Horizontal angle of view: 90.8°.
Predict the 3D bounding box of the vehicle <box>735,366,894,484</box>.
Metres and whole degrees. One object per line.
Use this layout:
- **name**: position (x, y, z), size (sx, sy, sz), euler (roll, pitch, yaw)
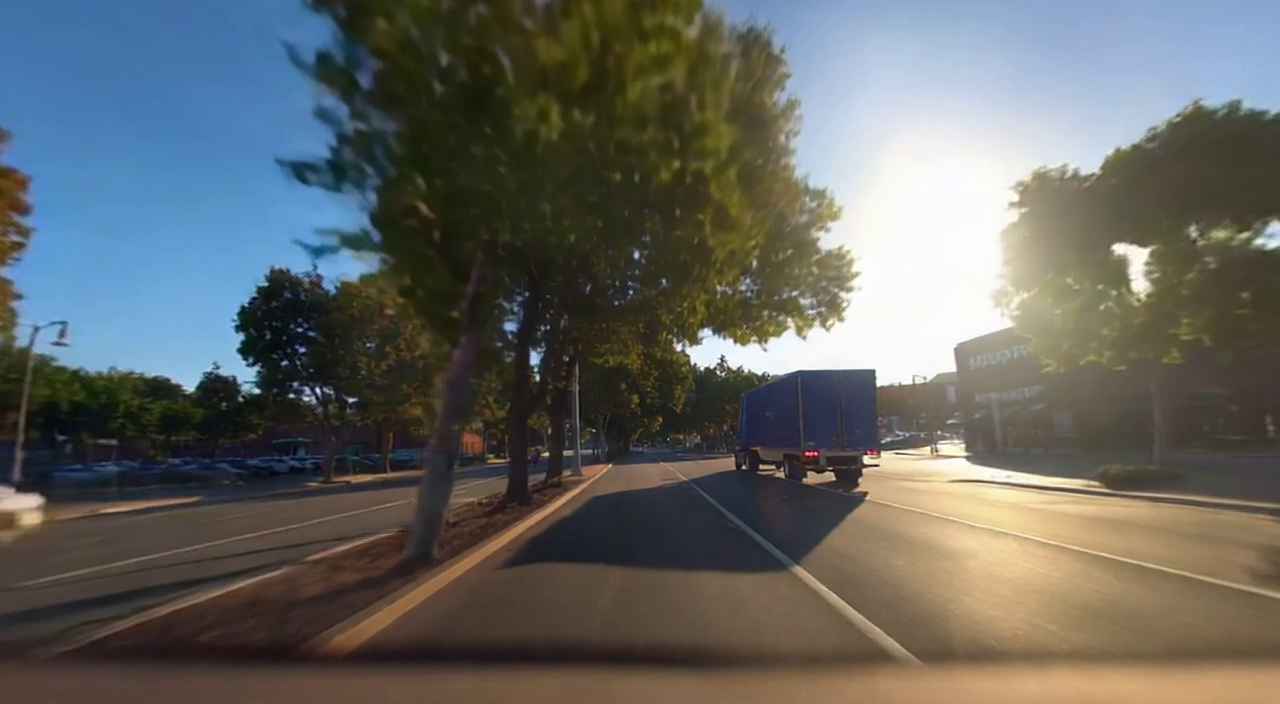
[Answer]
- **vehicle**: position (6.491, 3.182, 26.170), size (3.120, 3.794, 11.510), euler (0, -9, -1)
